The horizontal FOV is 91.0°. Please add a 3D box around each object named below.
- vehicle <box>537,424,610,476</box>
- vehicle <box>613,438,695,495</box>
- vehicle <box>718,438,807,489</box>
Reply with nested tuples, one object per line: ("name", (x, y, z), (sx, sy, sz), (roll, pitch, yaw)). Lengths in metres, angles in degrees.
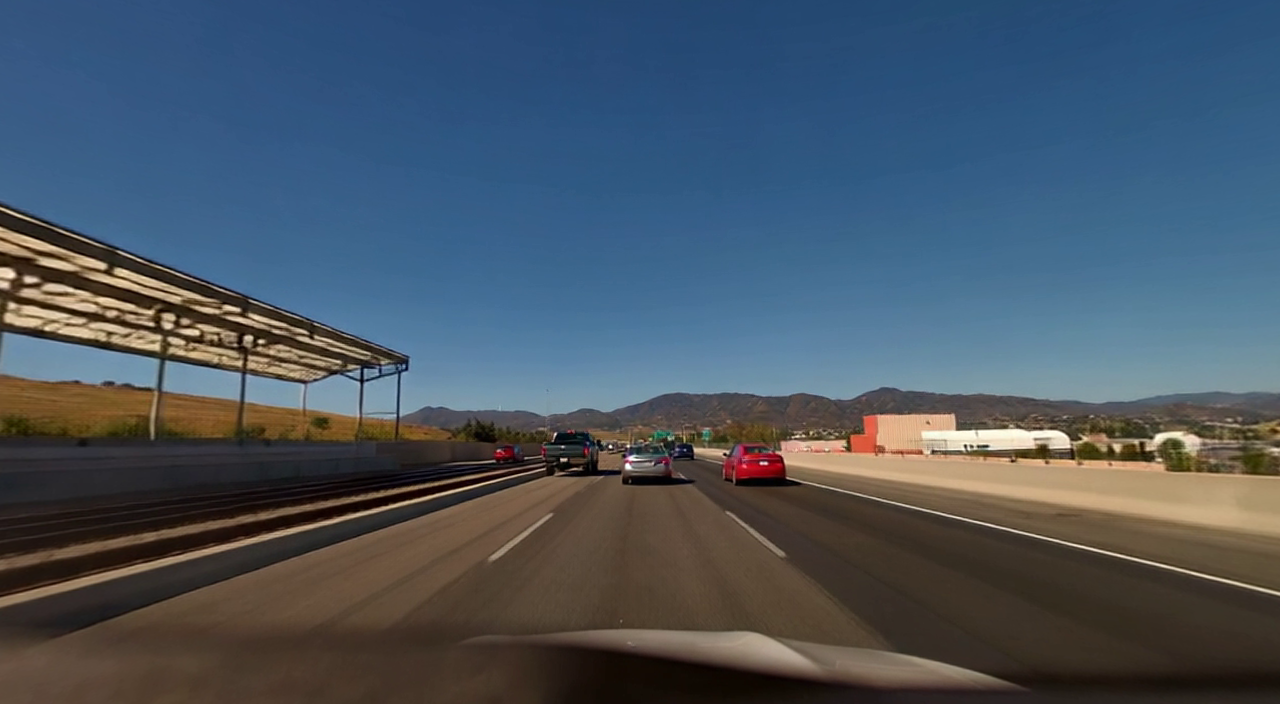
("vehicle", (-3.038, 4.745, 30.764), (2.733, 2.230, 6.820), (0, -8, 1))
("vehicle", (0.353, 3.356, 18.875), (2.171, 1.493, 4.081), (0, -8, -1))
("vehicle", (3.996, 3.724, 21.392), (2.023, 1.510, 4.773), (0, -8, -1))
